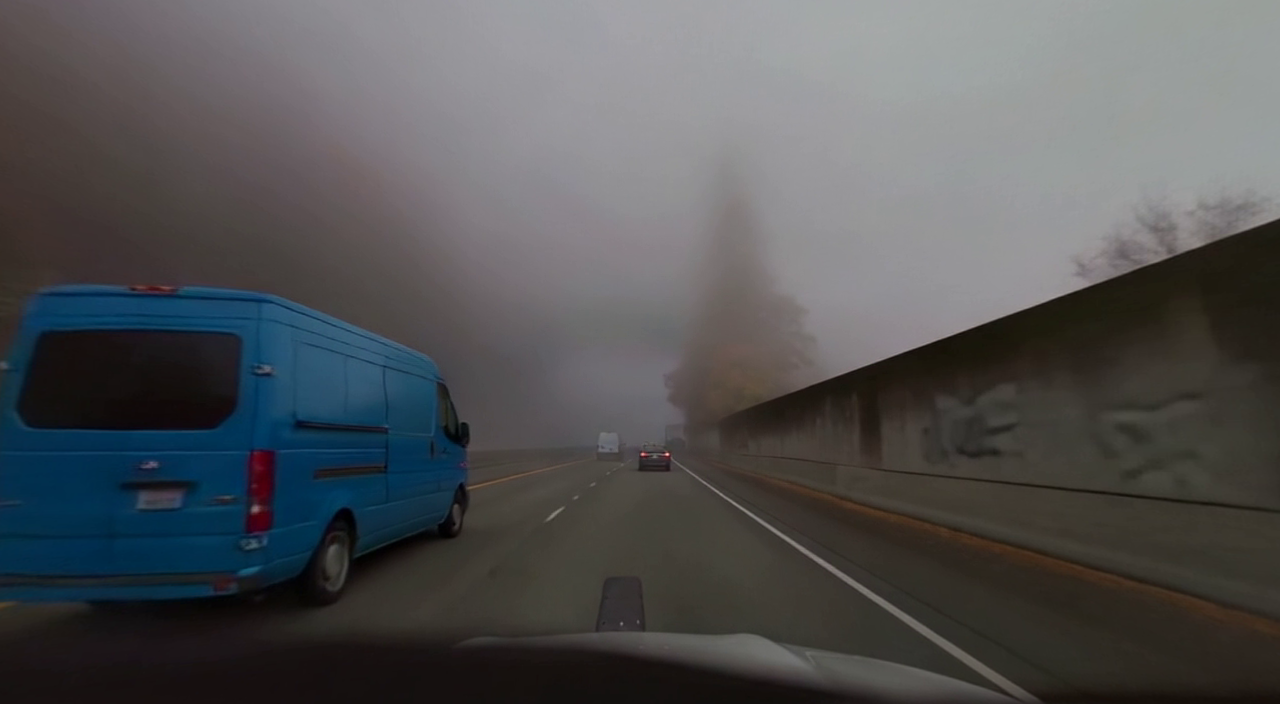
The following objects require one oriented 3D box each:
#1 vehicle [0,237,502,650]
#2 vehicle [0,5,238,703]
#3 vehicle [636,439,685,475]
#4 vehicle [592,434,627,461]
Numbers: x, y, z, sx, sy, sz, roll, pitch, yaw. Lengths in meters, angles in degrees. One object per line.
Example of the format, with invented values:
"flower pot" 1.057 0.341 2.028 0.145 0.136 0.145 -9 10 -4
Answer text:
"vehicle" -3.508 0.988 7.286 2.297 2.687 6.317 0 -8 0
"vehicle" -3.575 -0.100 1.072 2.334 2.769 5.087 0 -8 0
"vehicle" 0.915 4.718 28.555 2.071 1.487 3.948 0 -8 1
"vehicle" -2.320 7.525 49.879 2.199 1.973 5.078 0 -8 3
